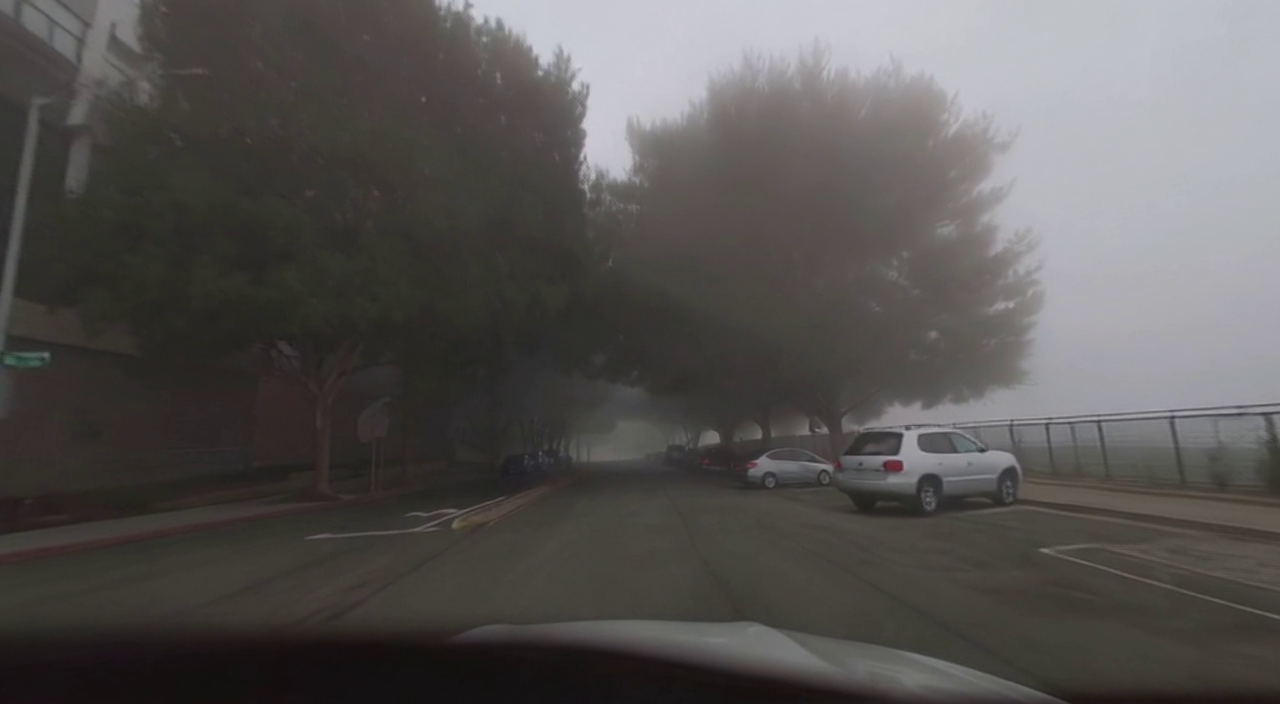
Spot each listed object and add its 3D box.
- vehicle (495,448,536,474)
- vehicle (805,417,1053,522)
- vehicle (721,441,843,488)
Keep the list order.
[{"bbox_3d":[-8.976,7.872,45.967,2.172,1.707,4.273,0,-8,-1],"label":"vehicle"},{"bbox_3d":[6.421,2.449,13.973,5.061,1.829,2.274,2,-8,-29],"label":"vehicle"},{"bbox_3d":[5.043,3.938,22.451,3.752,1.494,2.083,5,-9,-30],"label":"vehicle"}]
